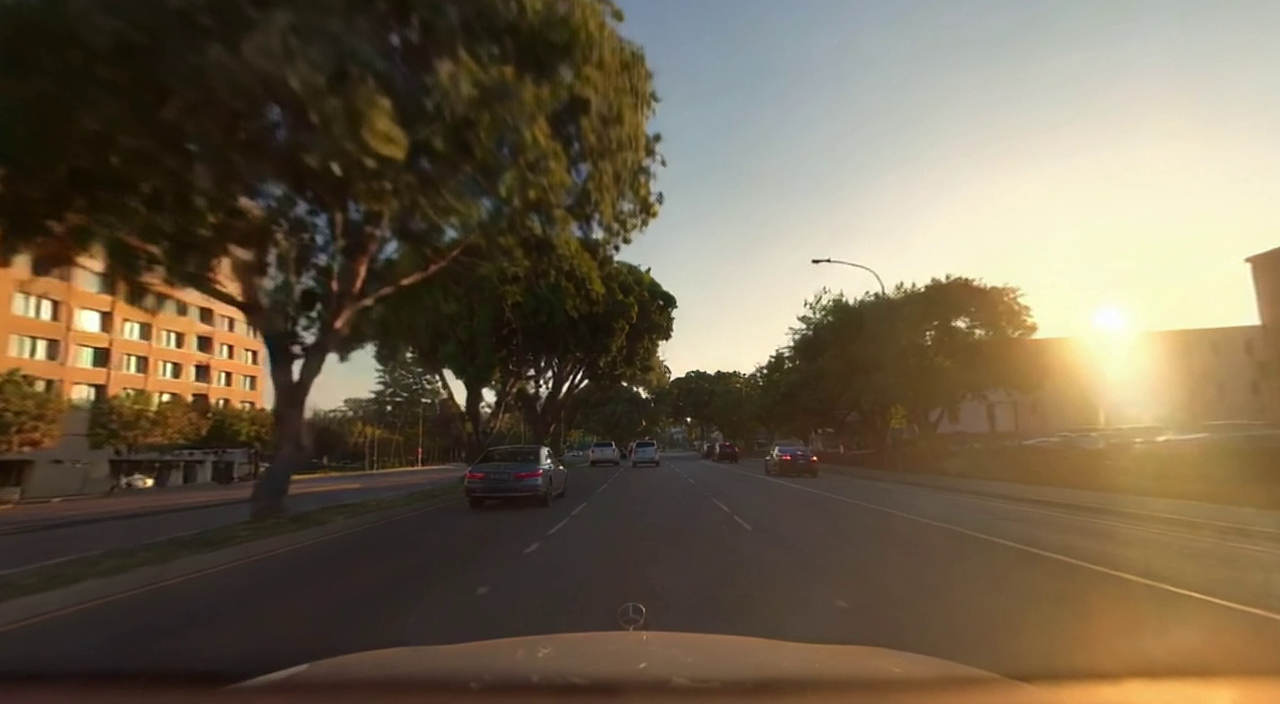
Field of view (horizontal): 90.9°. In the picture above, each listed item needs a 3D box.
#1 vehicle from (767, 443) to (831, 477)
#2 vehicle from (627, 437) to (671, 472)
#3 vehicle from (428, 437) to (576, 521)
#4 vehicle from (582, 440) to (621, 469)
[{"bbox_3d":[7.286,4.961,29.329,1.884,1.458,4.245,0,-8,0],"label":"vehicle"},{"bbox_3d":[0.488,5.743,35.434,2.304,1.795,4.526,-1,-8,1],"label":"vehicle"},{"bbox_3d":[-2.729,2.631,13.649,2.095,1.486,4.411,-1,-8,2],"label":"vehicle"},{"bbox_3d":[-2.436,6.668,41.223,2.117,1.799,4.442,-1,-8,2],"label":"vehicle"}]
